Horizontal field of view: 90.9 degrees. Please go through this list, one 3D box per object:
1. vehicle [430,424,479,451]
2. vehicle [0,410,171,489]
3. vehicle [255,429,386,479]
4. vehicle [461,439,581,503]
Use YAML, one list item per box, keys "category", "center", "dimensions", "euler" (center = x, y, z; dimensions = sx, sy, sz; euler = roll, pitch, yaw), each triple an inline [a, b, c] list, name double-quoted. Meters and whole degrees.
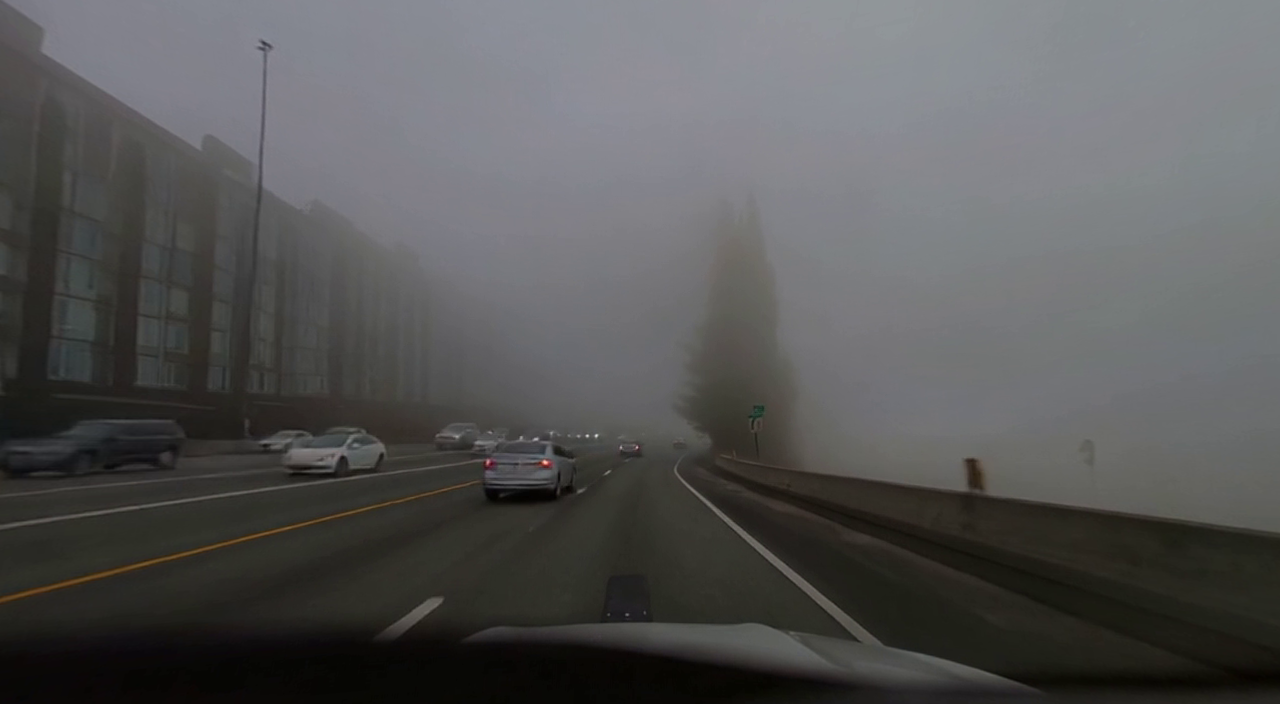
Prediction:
- category: "vehicle"
  center: [-13.404, 6.248, 45.810]
  dimensions: [2.040, 1.803, 4.496]
  euler: [-1, -9, 3]
- category: "vehicle"
  center: [-14.621, 2.459, 16.002]
  dimensions: [1.924, 1.699, 4.506]
  euler: [-1, -9, 0]
- category: "vehicle"
  center: [-10.342, 3.348, 20.857]
  dimensions: [1.893, 1.443, 4.334]
  euler: [-1, -9, 3]
- category: "vehicle"
  center: [-2.990, 3.119, 16.972]
  dimensions: [2.035, 1.460, 4.497]
  euler: [-1, -9, 4]
